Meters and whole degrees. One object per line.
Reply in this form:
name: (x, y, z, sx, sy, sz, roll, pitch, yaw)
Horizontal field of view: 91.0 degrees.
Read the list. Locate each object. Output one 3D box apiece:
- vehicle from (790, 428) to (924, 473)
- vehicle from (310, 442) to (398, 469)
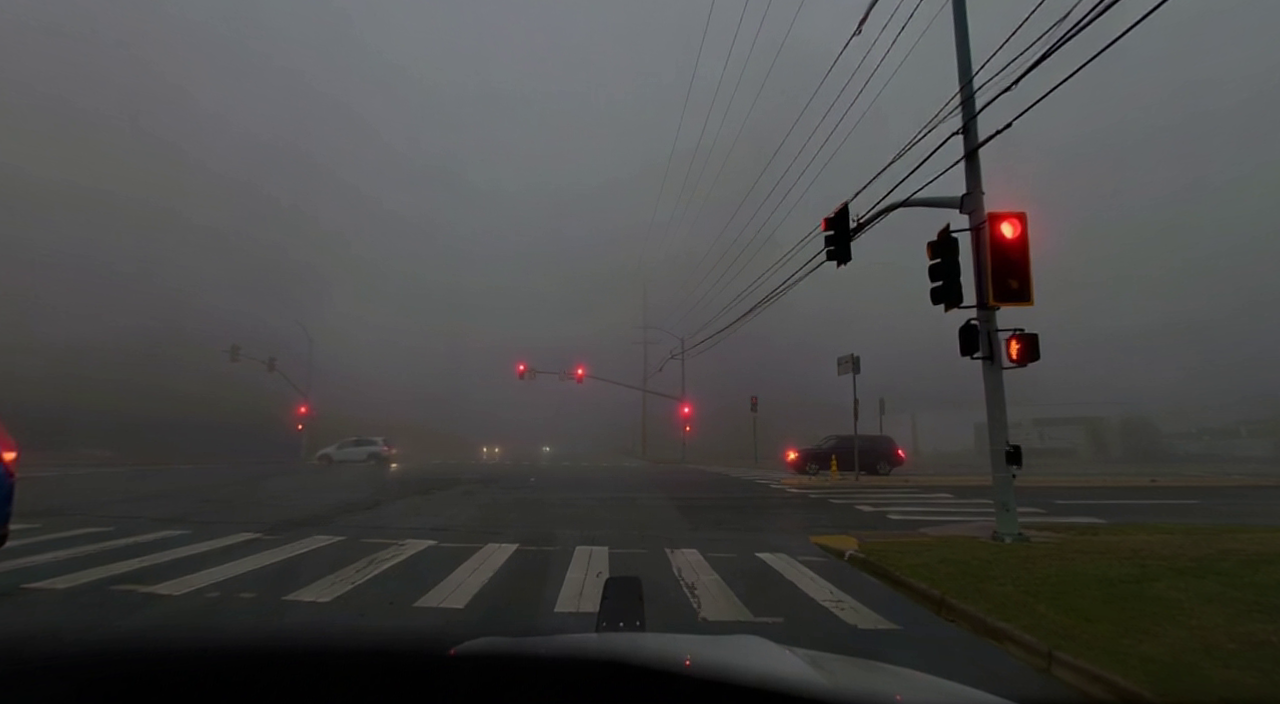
vehicle: (8.697, 4.013, 25.725, 4.884, 1.714, 2.021, -2, -9, 12)
vehicle: (-17.437, 6.327, 38.433, 4.529, 1.566, 1.842, -1, -9, 9)
